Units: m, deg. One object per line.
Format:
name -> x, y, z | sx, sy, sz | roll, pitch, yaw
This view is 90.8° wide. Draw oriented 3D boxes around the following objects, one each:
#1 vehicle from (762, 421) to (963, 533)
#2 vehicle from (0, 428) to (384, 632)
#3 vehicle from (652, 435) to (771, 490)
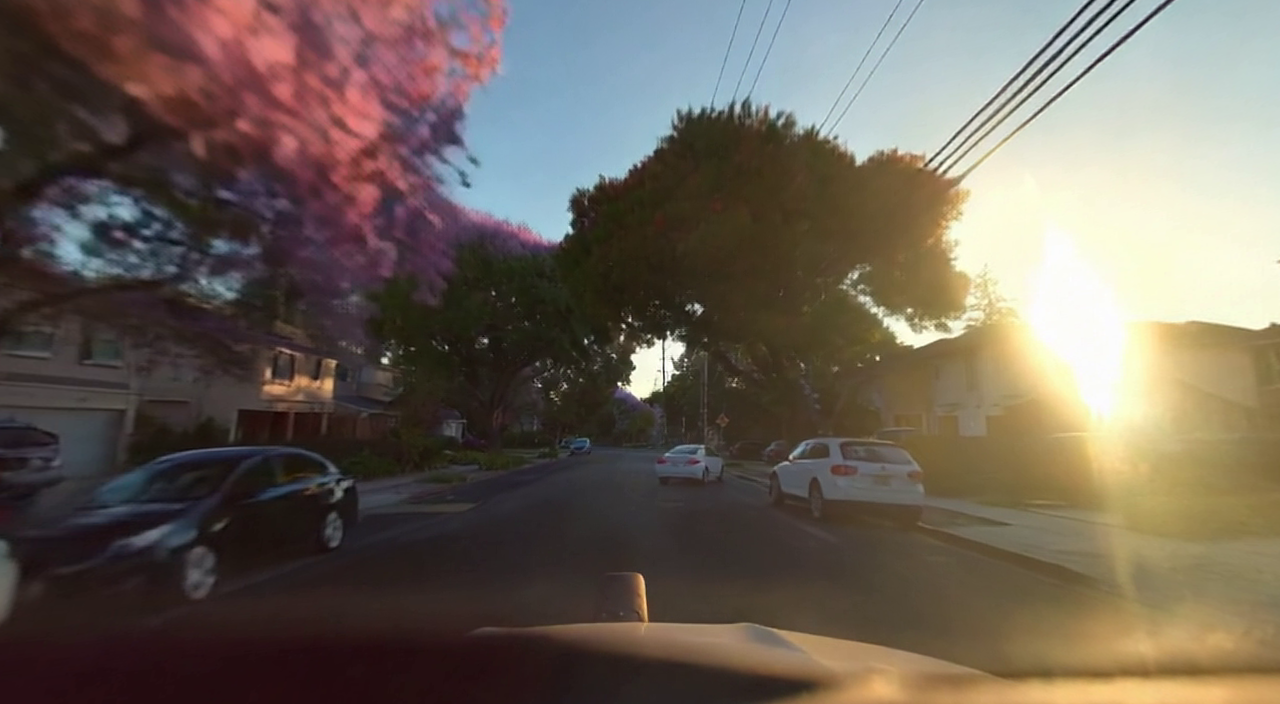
vehicle -> 3.811, 2.224, 11.842 | 2.103, 1.679, 4.386 | 0, -8, -1
vehicle -> -4.765, 1.624, 6.932 | 1.810, 1.446, 4.668 | 0, -8, 2
vehicle -> 2.312, 3.277, 19.122 | 2.075, 1.449, 4.526 | -4, -9, 27
